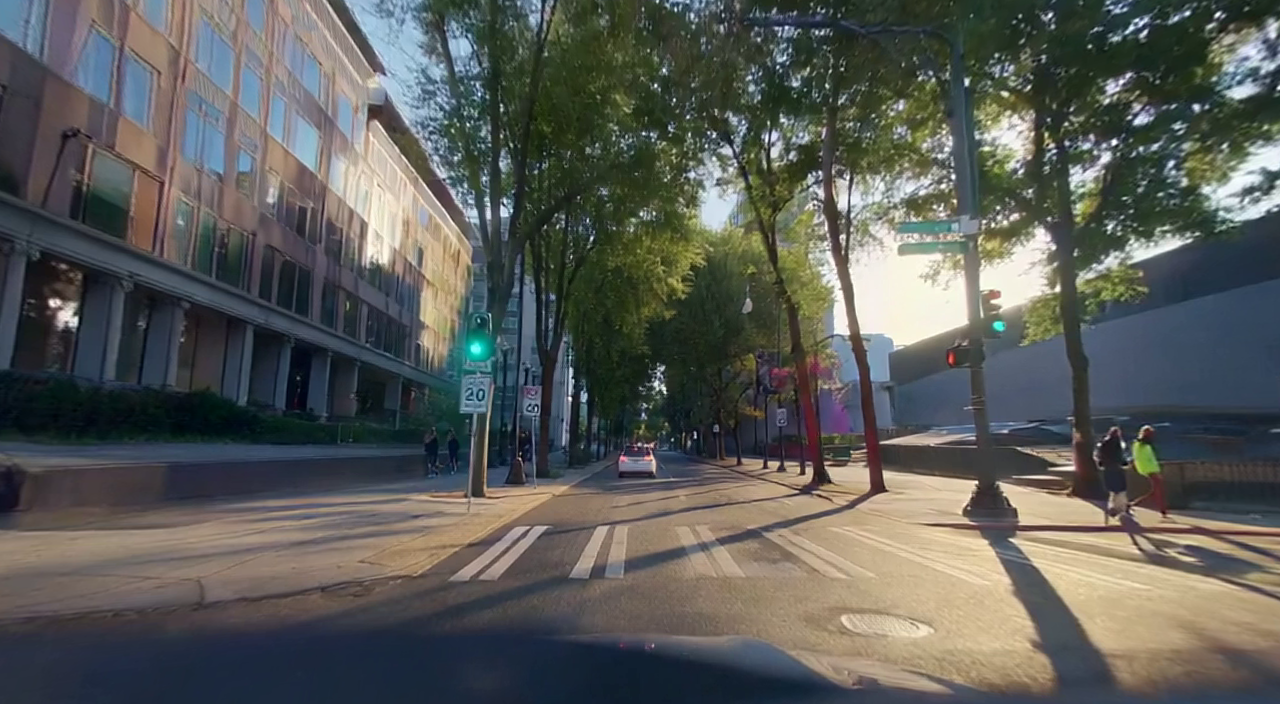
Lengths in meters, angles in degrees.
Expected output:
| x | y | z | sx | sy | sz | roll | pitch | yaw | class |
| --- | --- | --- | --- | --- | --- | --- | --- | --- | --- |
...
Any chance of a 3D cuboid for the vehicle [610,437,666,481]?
| x | y | z | sx | sy | sz | roll | pitch | yaw | class |
| --- | --- | --- | --- | --- | --- | --- | --- | --- | --- |
| -0.090 | 4.251 | 25.281 | 2.079 | 1.621 | 3.861 | 0 | -8 | -1 | vehicle |
